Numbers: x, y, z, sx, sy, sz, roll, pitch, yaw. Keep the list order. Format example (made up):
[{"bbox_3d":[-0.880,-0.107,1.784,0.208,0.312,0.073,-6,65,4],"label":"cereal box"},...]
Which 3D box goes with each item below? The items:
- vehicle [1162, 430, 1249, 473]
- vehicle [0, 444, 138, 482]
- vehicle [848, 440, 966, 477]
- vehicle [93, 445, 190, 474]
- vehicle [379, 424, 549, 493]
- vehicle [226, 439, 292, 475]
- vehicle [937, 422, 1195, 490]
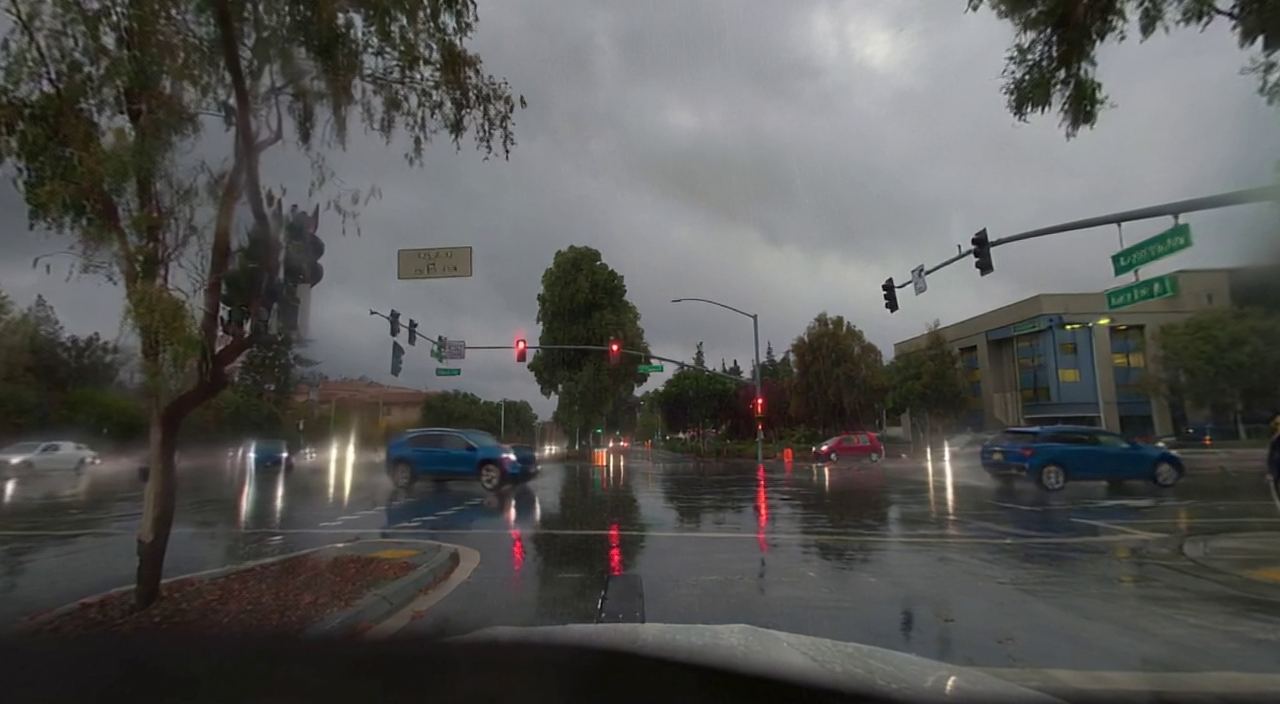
[{"bbox_3d":[24.803,4.362,27.892,2.156,1.719,4.780,-6,-10,34],"label":"vehicle"},{"bbox_3d":[-23.351,4.531,26.071,2.099,1.407,3.941,0,-8,-3],"label":"vehicle"},{"bbox_3d":[11.614,4.628,27.578,4.317,1.491,1.896,1,-8,-10],"label":"vehicle"},{"bbox_3d":[-27.349,5.859,34.854,1.881,1.469,4.415,0,-8,-3],"label":"vehicle"},{"bbox_3d":[-5.171,3.096,18.637,4.509,1.821,2.066,-4,-9,24],"label":"vehicle"},{"bbox_3d":[-17.595,4.836,29.368,2.007,1.540,4.312,3,-9,-23],"label":"vehicle"},{"bbox_3d":[12.325,3.004,18.482,6.196,1.777,2.457,2,-9,-11],"label":"vehicle"}]
